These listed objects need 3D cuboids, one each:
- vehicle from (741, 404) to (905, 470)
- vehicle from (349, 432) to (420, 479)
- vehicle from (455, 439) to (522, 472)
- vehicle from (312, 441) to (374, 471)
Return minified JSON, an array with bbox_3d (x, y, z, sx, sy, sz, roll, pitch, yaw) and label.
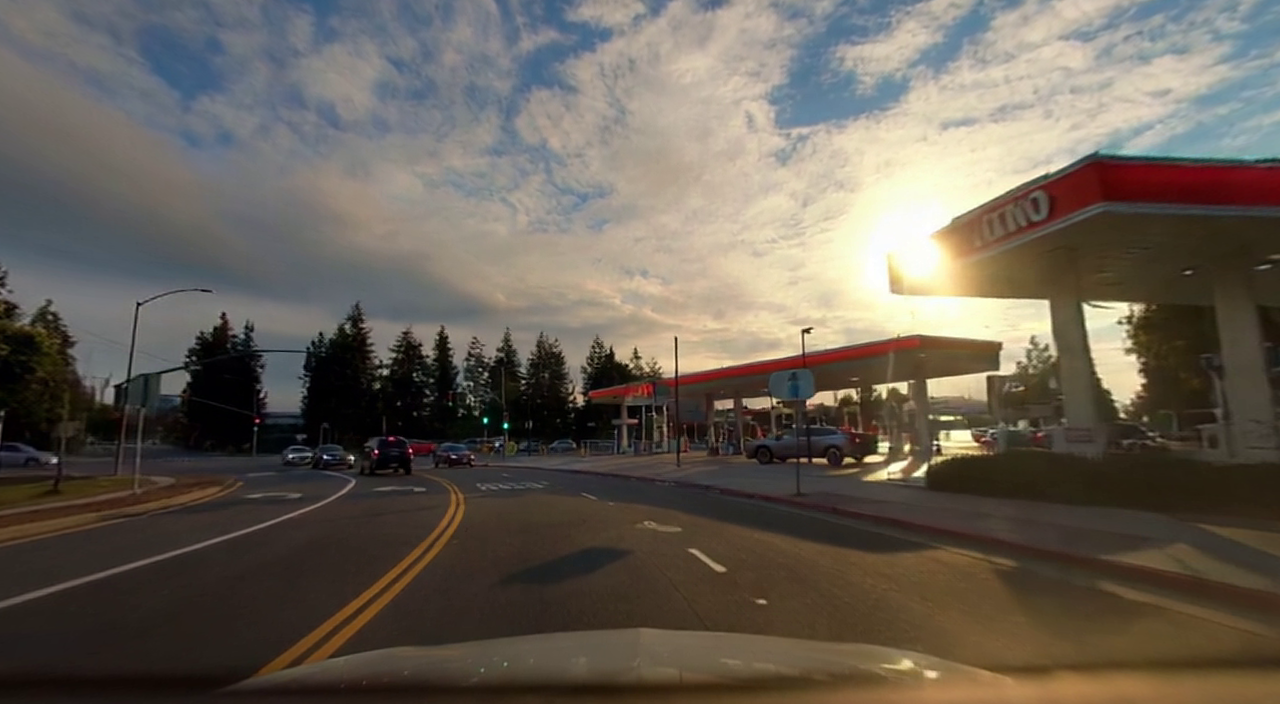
[{"bbox_3d":[9.538,4.541,33.527,7.741,3.106,2.906,-6,-11,38],"label":"vehicle"},{"bbox_3d":[-12.224,4.845,29.888,2.254,2.006,4.766,6,-10,-31],"label":"vehicle"},{"bbox_3d":[-9.090,6.118,37.582,2.202,1.822,4.826,6,-10,-34],"label":"vehicle"},{"bbox_3d":[-17.882,6.205,37.771,1.940,1.650,4.546,8,-12,-43],"label":"vehicle"}]
